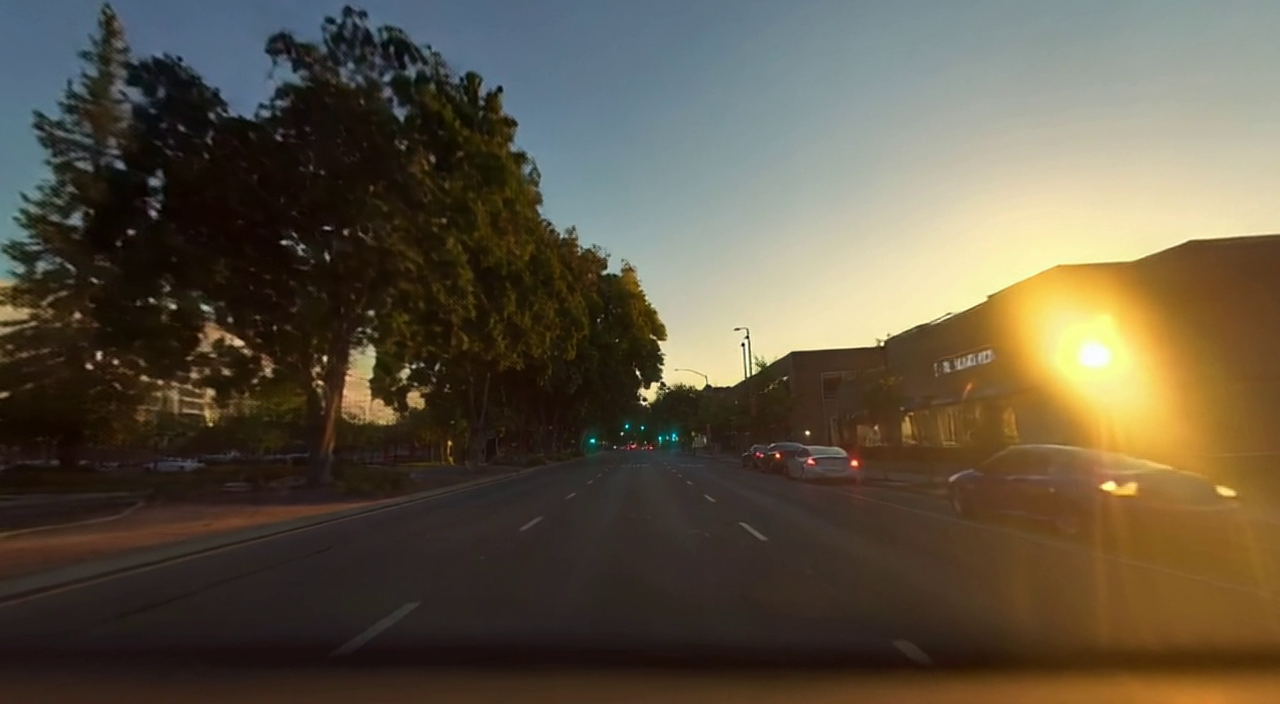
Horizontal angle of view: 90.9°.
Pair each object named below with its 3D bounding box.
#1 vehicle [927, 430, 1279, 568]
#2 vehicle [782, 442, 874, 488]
[{"bbox_3d":[6.554,1.972,9.413,2.109,1.477,4.963,0,-8,-1],"label":"vehicle"},{"bbox_3d":[6.692,4.062,23.056,1.847,1.472,4.846,0,-8,0],"label":"vehicle"}]
